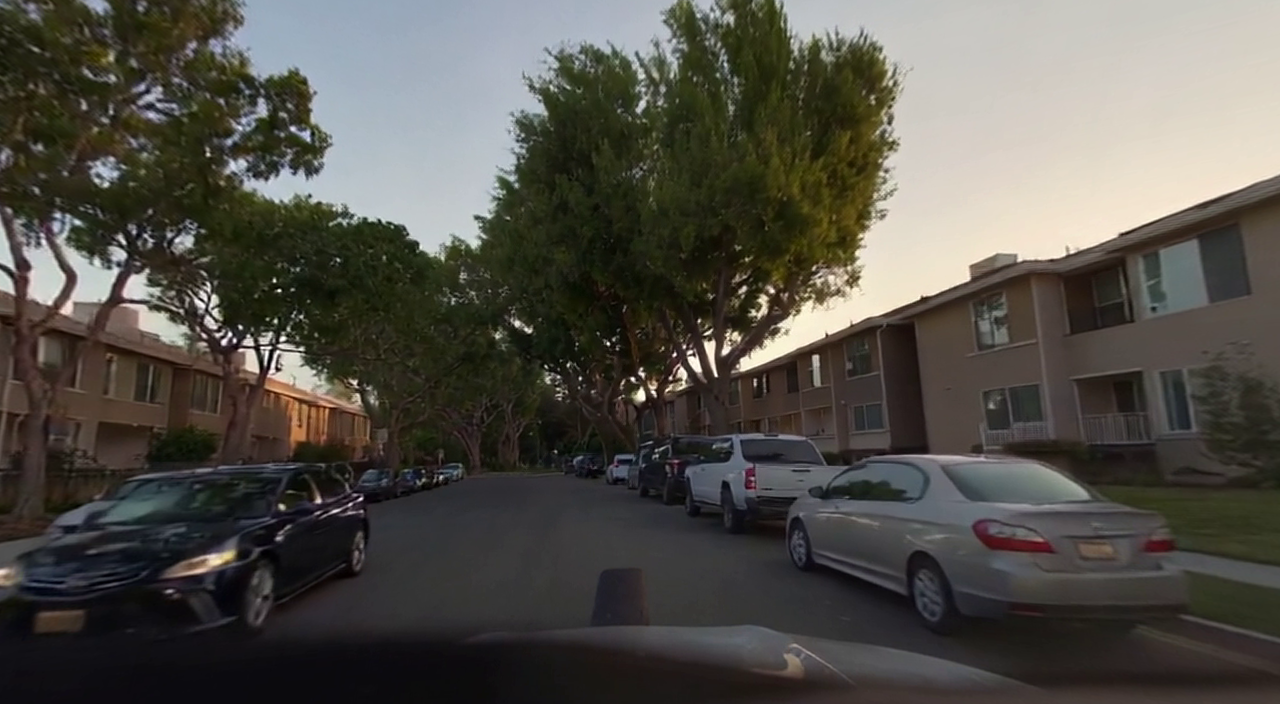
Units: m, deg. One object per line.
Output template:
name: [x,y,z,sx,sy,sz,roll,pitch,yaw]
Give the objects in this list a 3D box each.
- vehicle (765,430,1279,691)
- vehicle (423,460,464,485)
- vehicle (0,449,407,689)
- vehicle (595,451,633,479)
vehicle: [2.937,1.603,6.186,1.876,1.538,4.447,1,-9,-9]
vehicle: [-12.897,7.903,41.511,1.760,1.418,4.218,0,-9,-6]
vehicle: [-3.974,1.755,6.407,1.971,1.476,4.593,1,-9,-7]
vehicle: [-1.897,7.856,44.244,2.114,1.787,4.783,1,-9,-9]
